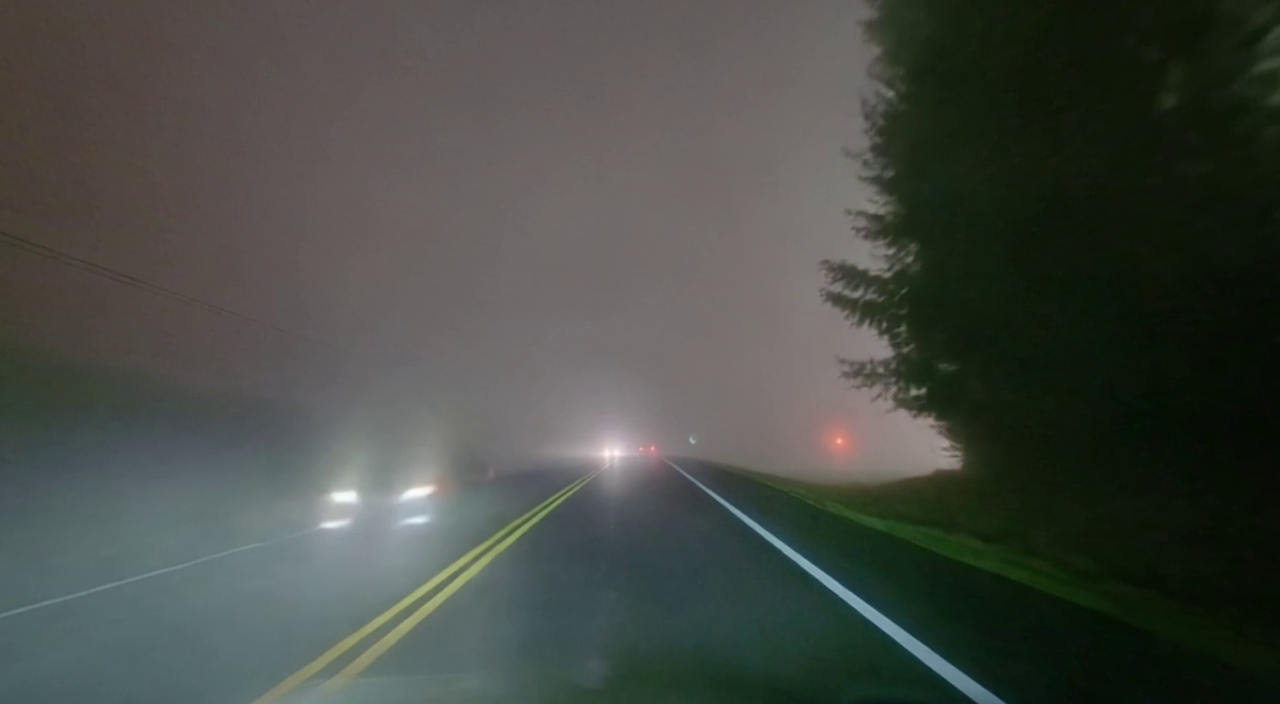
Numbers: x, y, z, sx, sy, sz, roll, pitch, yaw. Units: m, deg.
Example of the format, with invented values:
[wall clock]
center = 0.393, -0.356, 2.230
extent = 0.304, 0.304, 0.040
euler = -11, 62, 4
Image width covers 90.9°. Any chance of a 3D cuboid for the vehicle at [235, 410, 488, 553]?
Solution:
[vehicle]
center = -4.015, 1.943, 10.149
extent = 2.041, 1.771, 4.452
euler = 0, -8, 0
